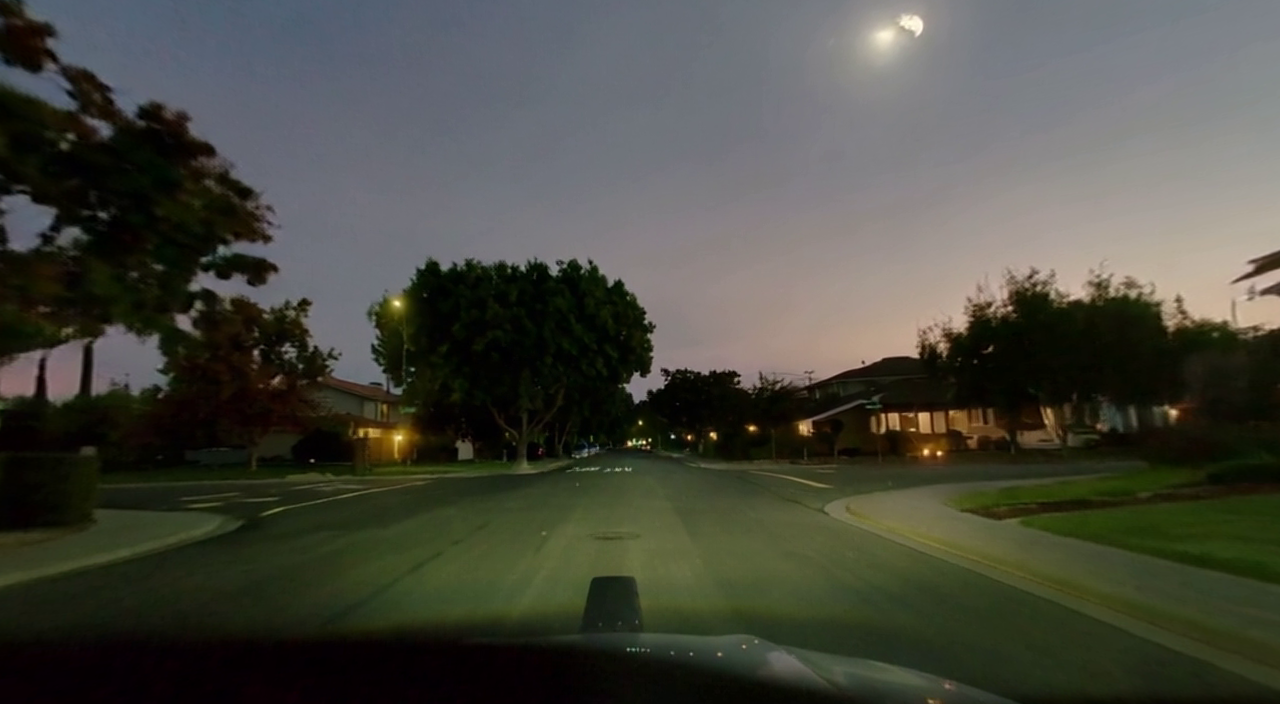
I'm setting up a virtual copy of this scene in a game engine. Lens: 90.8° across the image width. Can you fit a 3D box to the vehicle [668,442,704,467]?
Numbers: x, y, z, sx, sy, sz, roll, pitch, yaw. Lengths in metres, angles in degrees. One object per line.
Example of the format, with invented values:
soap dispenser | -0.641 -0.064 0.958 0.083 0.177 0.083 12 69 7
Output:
vehicle | 2.925 6.612 40.987 1.881 1.487 4.183 0 -8 -3
